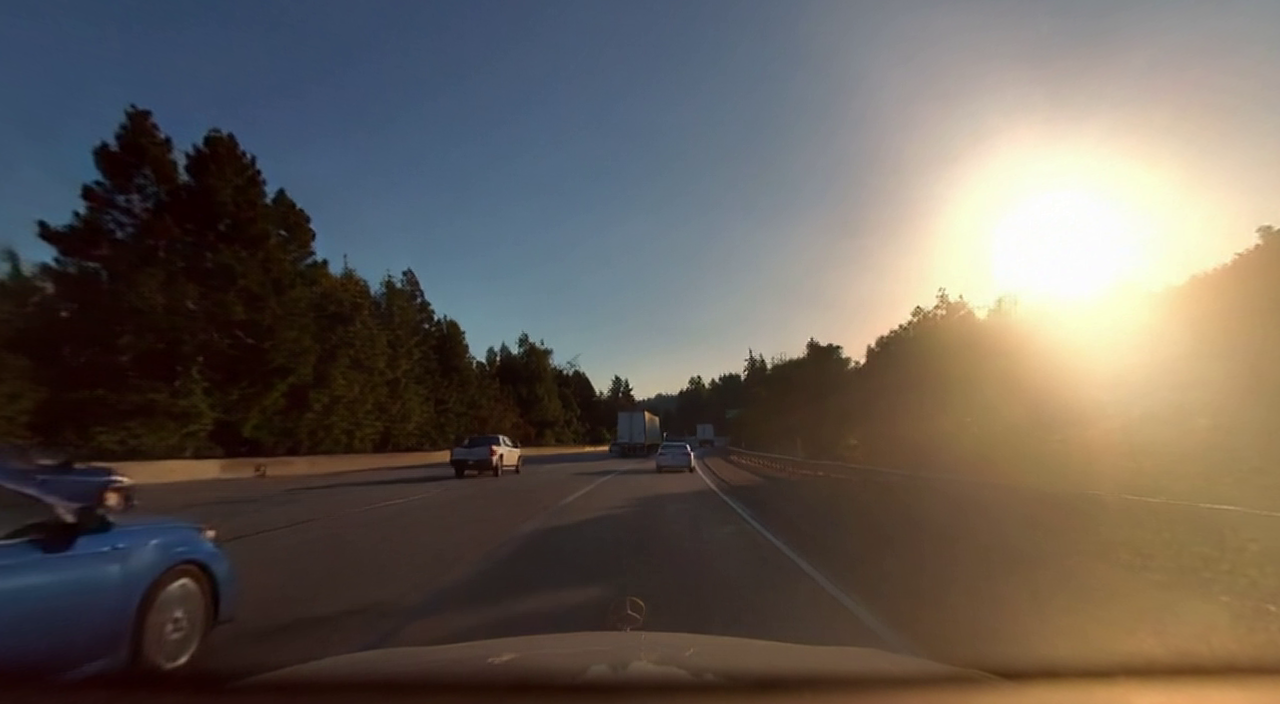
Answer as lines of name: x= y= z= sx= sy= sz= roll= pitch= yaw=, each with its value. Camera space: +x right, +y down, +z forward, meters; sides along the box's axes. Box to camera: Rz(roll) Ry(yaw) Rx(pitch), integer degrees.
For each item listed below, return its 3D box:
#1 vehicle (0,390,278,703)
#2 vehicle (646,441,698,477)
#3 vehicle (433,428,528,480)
vehicle: x=-3.596 y=0.830 z=2.082 sx=1.916 sy=1.486 sz=4.631 roll=0 pitch=-8 yaw=2
vehicle: x=1.322 y=4.362 z=26.051 sx=1.984 sy=1.365 sz=3.767 roll=0 pitch=-8 yaw=3
vehicle: x=-6.118 y=4.000 z=24.911 sx=2.142 sy=1.833 sz=4.854 roll=-1 pitch=-8 yaw=4
